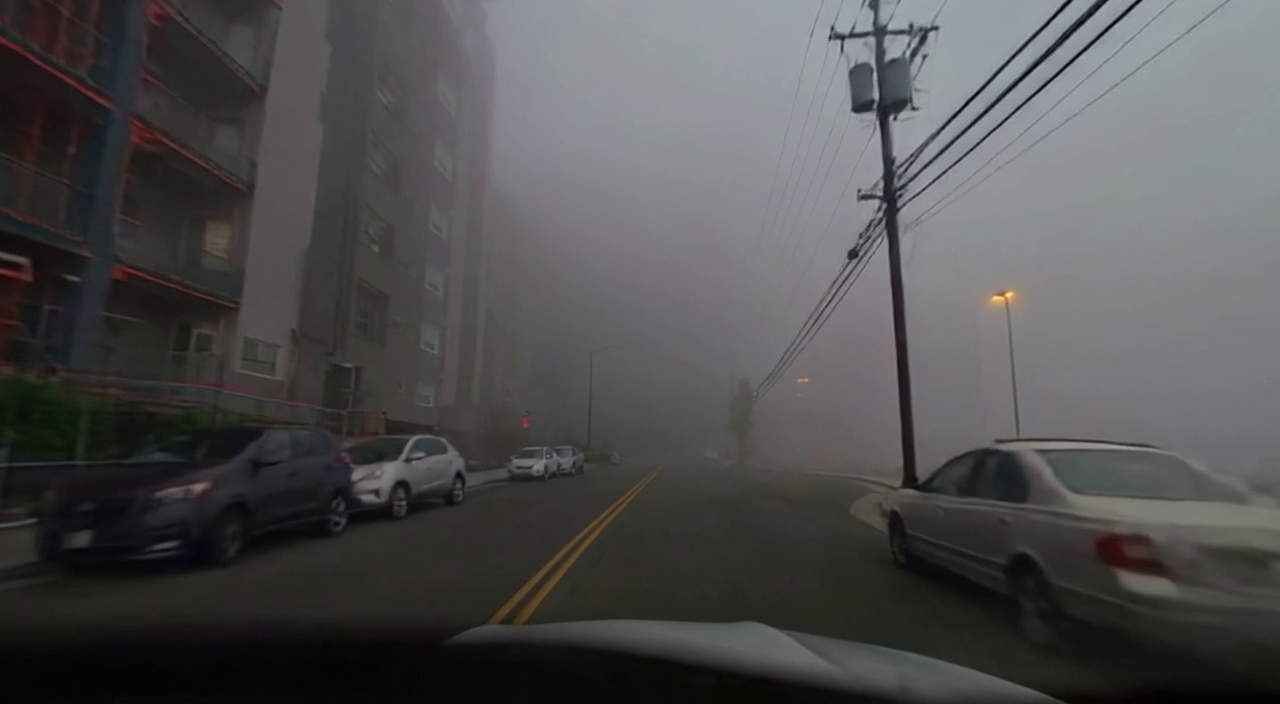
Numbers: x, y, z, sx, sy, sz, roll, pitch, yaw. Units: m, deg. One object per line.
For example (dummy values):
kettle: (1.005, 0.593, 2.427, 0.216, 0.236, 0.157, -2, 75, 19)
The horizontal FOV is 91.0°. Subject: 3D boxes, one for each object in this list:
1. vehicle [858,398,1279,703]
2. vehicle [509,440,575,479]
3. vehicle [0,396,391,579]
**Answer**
vehicle: (3.974, 1.531, 6.157, 2.097, 1.777, 5.003, 0, -9, 3)
vehicle: (-4.379, 4.889, 28.902, 1.998, 1.633, 4.673, -1, -8, 4)
vehicle: (-5.653, 1.757, 8.972, 1.953, 1.871, 4.712, -1, -9, 5)
